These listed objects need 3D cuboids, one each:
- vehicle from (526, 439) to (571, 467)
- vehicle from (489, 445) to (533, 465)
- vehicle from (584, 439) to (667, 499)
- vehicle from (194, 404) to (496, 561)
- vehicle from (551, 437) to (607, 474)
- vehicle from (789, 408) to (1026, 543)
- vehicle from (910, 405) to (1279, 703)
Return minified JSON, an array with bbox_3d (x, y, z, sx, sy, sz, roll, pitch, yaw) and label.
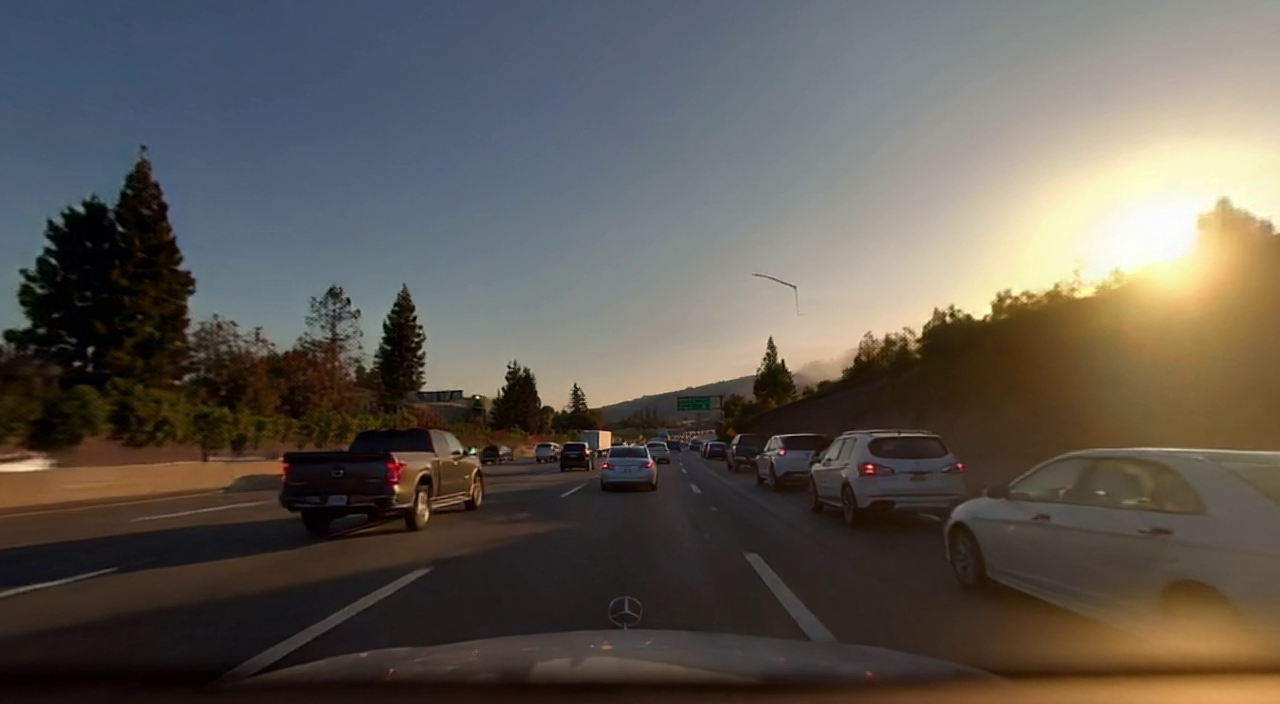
[{"bbox_3d":[-5.993,6.675,41.805,2.023,1.693,4.386,-1,-8,3],"label":"vehicle"},{"bbox_3d":[-9.709,7.744,47.698,1.903,1.460,4.958,-1,-8,5],"label":"vehicle"},{"bbox_3d":[-0.333,3.219,17.789,2.070,1.456,4.029,0,-8,1],"label":"vehicle"},{"bbox_3d":[-4.081,1.930,10.191,2.110,1.811,5.585,0,-8,1],"label":"vehicle"},{"bbox_3d":[-2.985,5.195,31.911,2.153,1.726,4.546,-1,-8,3],"label":"vehicle"},{"bbox_3d":[4.086,1.974,10.712,2.003,1.778,4.658,0,-8,1],"label":"vehicle"},{"bbox_3d":[3.804,1.204,4.342,1.940,1.475,4.328,0,-8,0],"label":"vehicle"}]
